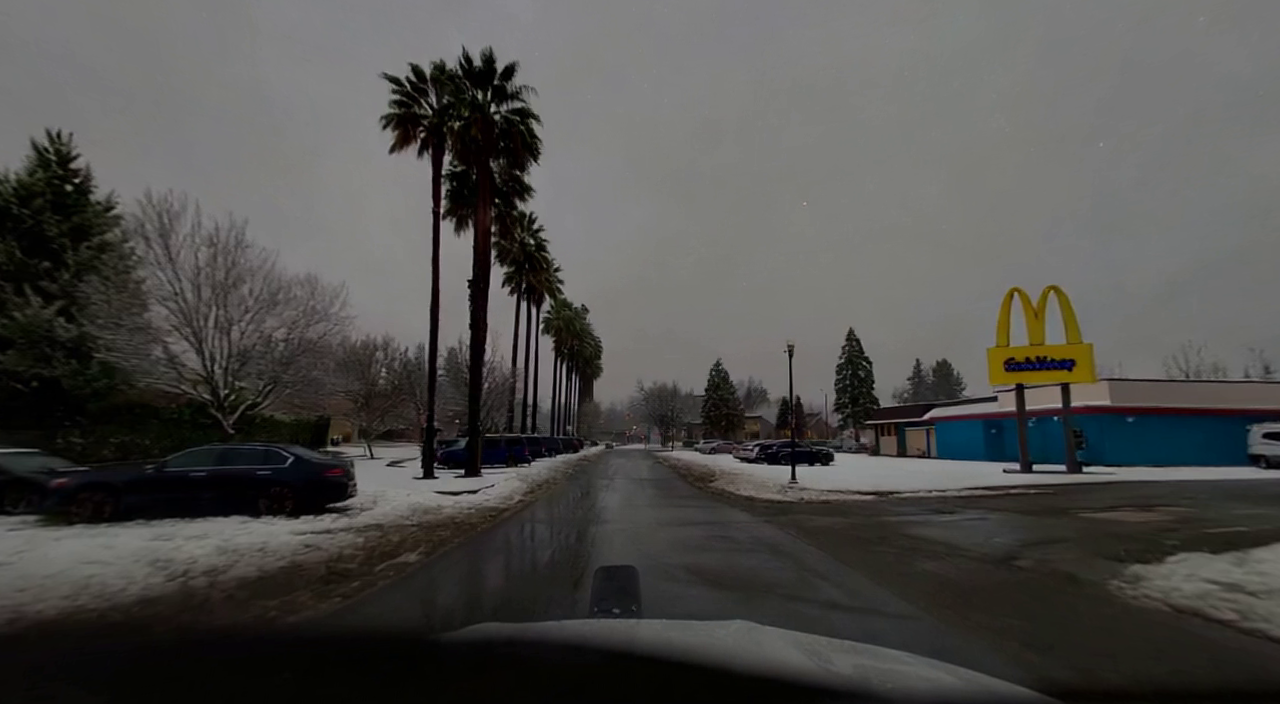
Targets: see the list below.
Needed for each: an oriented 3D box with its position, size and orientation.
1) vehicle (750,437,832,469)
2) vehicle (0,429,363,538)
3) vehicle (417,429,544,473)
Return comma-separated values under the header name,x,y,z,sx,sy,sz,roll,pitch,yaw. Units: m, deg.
name,x,y,z,sx,sy,sz,roll,pitch,yaw
vehicle,9.004,6.000,37.559,4.509,1.759,2.077,5,-10,-31
vehicle,-7.620,2.170,10.989,4.838,1.521,2.105,5,-10,-30
vehicle,-7.334,4.571,29.302,5.210,1.834,2.281,5,-10,-30
